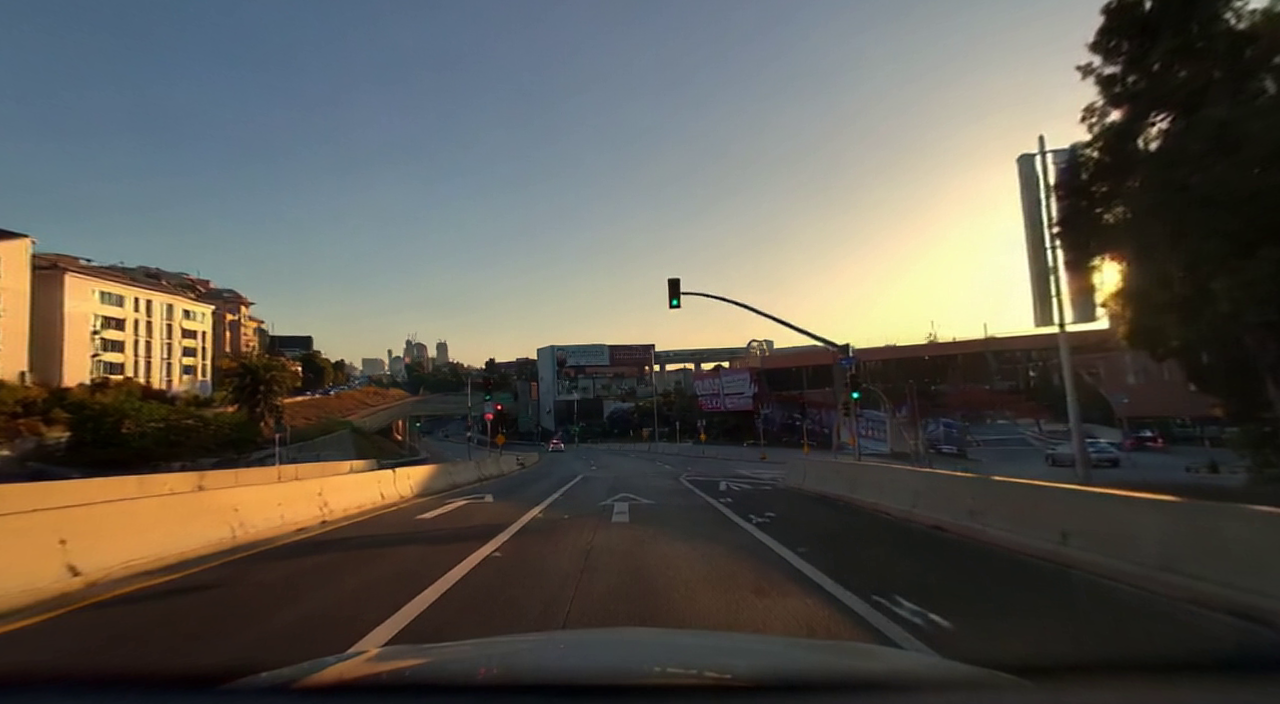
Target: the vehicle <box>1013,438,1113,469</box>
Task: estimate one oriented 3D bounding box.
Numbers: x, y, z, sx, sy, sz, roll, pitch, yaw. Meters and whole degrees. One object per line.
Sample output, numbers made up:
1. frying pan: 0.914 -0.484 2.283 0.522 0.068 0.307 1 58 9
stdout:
1. vehicle: 22.057 5.286 32.870 1.717 1.486 3.824 4 -10 -32
